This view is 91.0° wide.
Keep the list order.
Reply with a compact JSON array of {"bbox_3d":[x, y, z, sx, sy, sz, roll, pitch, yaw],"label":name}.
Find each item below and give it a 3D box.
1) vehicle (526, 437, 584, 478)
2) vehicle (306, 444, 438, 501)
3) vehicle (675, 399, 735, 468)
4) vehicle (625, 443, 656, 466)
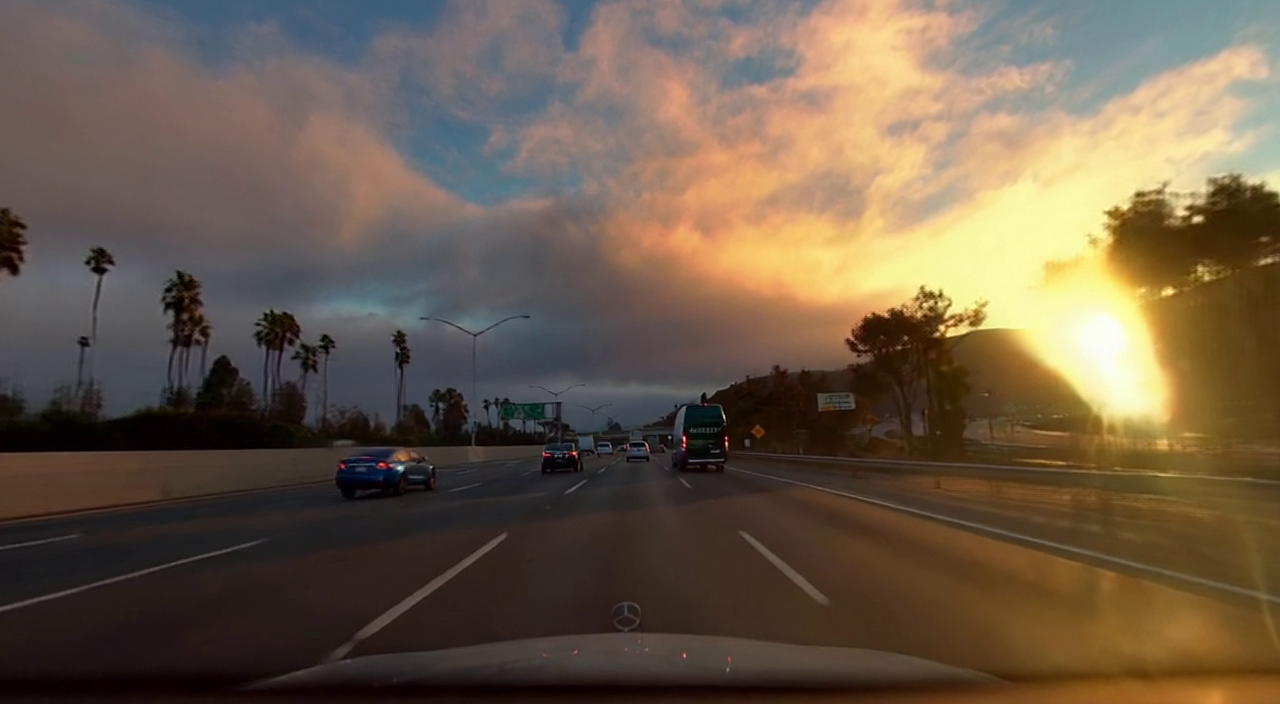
[{"bbox_3d":[-3.718,4.711,28.192,2.017,1.683,4.094,0,-9,0],"label":"vehicle"},{"bbox_3d":[-7.863,3.554,19.032,2.050,1.487,4.372,0,-9,0],"label":"vehicle"},{"bbox_3d":[4.004,5.358,40.881,3.086,3.984,8.371,0,-9,1],"label":"vehicle"},{"bbox_3d":[0.029,7.207,44.412,2.085,1.507,4.096,0,-9,0],"label":"vehicle"}]
